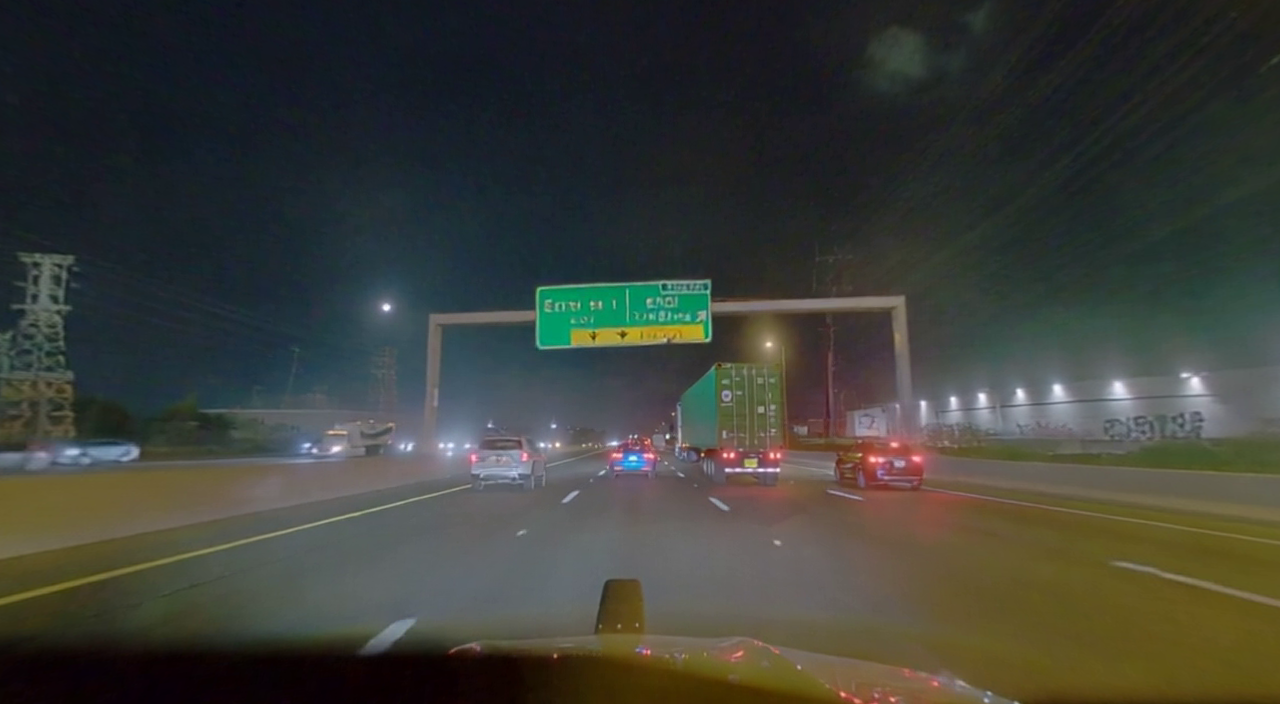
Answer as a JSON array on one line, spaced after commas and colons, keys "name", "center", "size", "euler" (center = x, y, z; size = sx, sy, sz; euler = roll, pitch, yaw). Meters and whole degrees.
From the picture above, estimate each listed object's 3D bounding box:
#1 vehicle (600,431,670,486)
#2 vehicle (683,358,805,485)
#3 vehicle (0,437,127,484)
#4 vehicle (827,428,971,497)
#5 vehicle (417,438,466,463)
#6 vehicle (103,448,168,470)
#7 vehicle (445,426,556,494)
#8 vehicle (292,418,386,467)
[{"name": "vehicle", "center": [-0.182, 3.618, 21.704], "size": [2.191, 1.685, 4.015], "euler": [0, -9, -1]}, {"name": "vehicle", "center": [3.755, 3.169, 26.703], "size": [2.800, 4.039, 13.179], "euler": [0, -9, -1]}, {"name": "vehicle", "center": [-23.309, 4.268, 25.165], "size": [2.015, 1.698, 4.521], "euler": [0, -9, -3]}, {"name": "vehicle", "center": [7.259, 3.160, 18.385], "size": [2.202, 1.731, 4.628], "euler": [0, -9, 0]}, {"name": "vehicle", "center": [-13.080, 6.501, 41.923], "size": [1.925, 1.567, 4.342], "euler": [0, -9, -1]}, {"name": "vehicle", "center": [-37.280, 7.890, 46.829], "size": [1.801, 1.569, 3.898], "euler": [1, -9, -5]}, {"name": "vehicle", "center": [-4.070, 3.269, 19.426], "size": [2.264, 1.804, 4.584], "euler": [0, -9, 1]}, {"name": "vehicle", "center": [-20.539, 6.312, 43.742], "size": [2.772, 3.069, 7.347], "euler": [0, -9, 1]}]
